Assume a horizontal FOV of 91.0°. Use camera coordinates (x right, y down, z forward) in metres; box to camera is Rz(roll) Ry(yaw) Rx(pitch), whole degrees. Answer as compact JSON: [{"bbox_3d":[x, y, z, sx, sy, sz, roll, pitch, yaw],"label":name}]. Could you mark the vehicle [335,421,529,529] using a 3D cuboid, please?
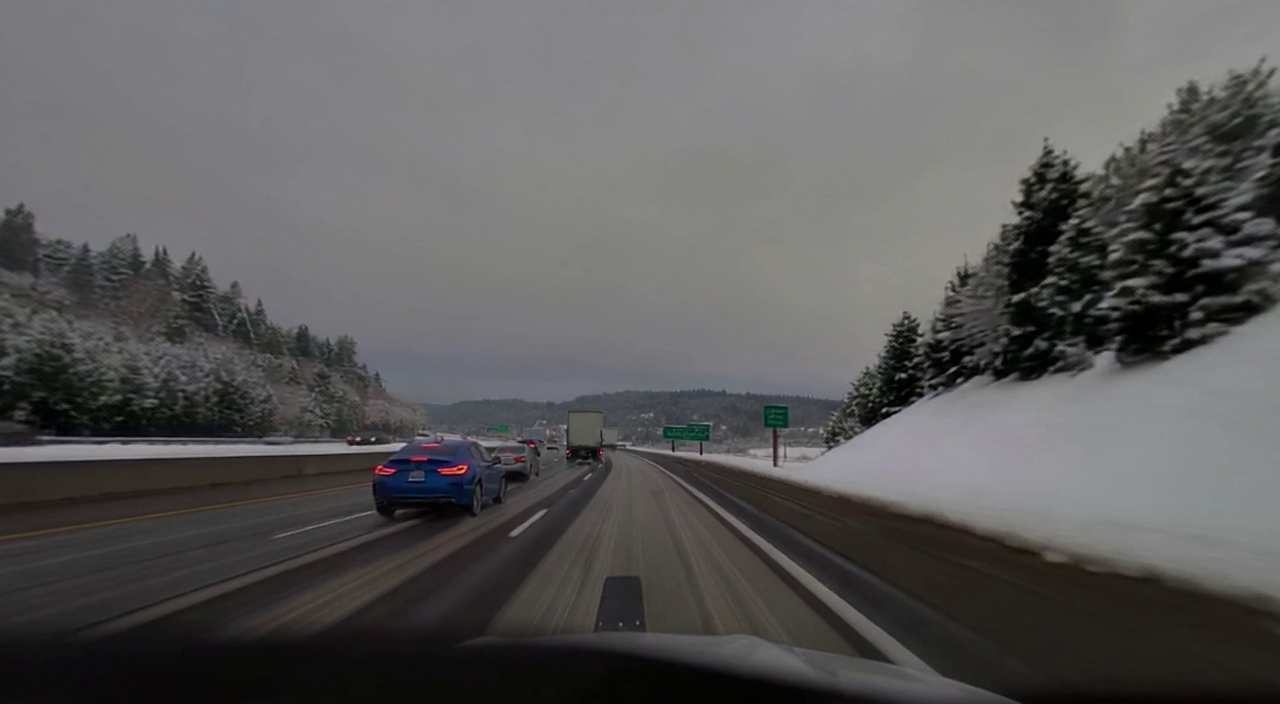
[{"bbox_3d":[-3.735,2.313,12.417,2.180,1.685,4.668,0,-9,0],"label":"vehicle"}]
